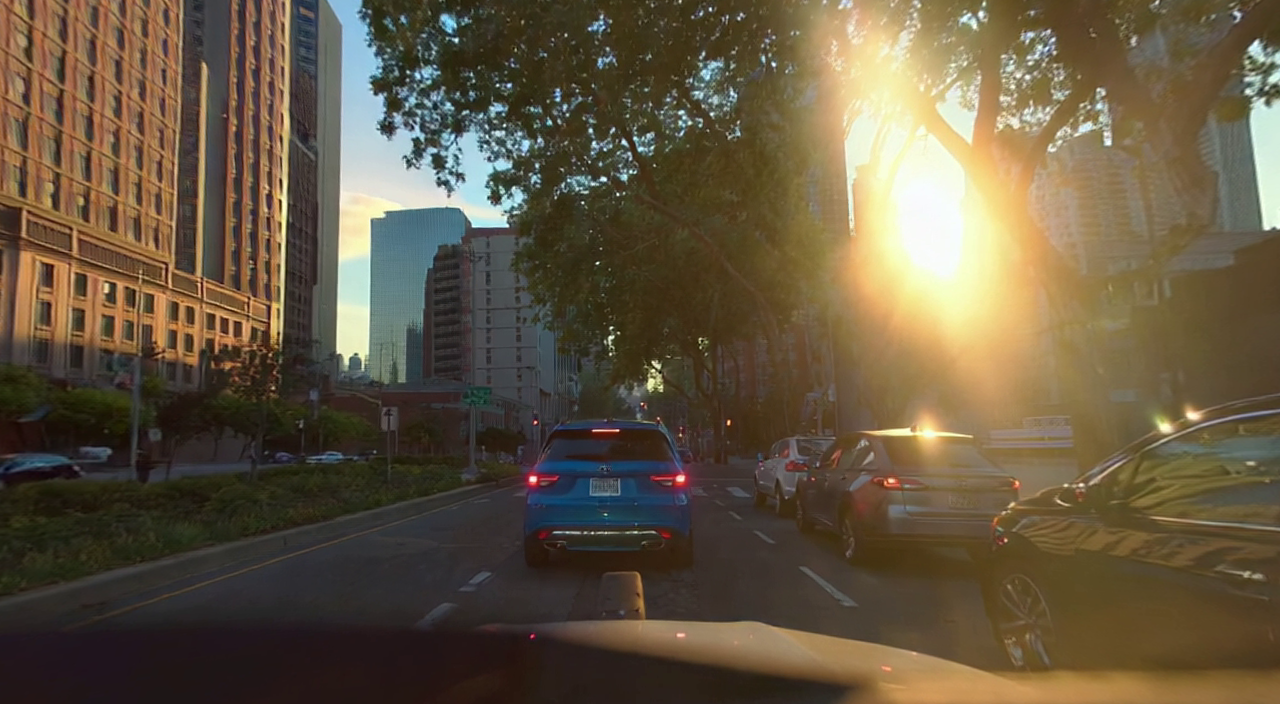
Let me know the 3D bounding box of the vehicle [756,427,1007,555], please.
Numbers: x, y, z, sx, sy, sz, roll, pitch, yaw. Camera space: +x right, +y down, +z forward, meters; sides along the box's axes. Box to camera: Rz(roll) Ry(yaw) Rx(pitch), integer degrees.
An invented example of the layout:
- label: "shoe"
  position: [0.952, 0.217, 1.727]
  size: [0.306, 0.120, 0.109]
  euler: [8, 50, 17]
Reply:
- label: "vehicle"
  position: [3.276, 1.984, 9.804]
  size: [1.941, 1.482, 4.632]
  euler: [0, -9, -2]

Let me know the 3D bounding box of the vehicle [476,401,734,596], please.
- label: "vehicle"
  position: [-0.349, 1.585, 7.638]
  size: [2.249, 1.684, 4.084]
  euler: [0, -9, -1]

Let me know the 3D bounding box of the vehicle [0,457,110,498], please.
- label: "vehicle"
  position: [-24.948, 5.153, 26.295]
  size: [1.960, 1.459, 4.699]
  euler: [0, -9, -5]

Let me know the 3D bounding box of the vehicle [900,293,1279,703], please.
- label: "vehicle"
  position: [2.998, 0.749, 2.243]
  size: [2.063, 1.760, 4.664]
  euler: [0, -9, -1]
